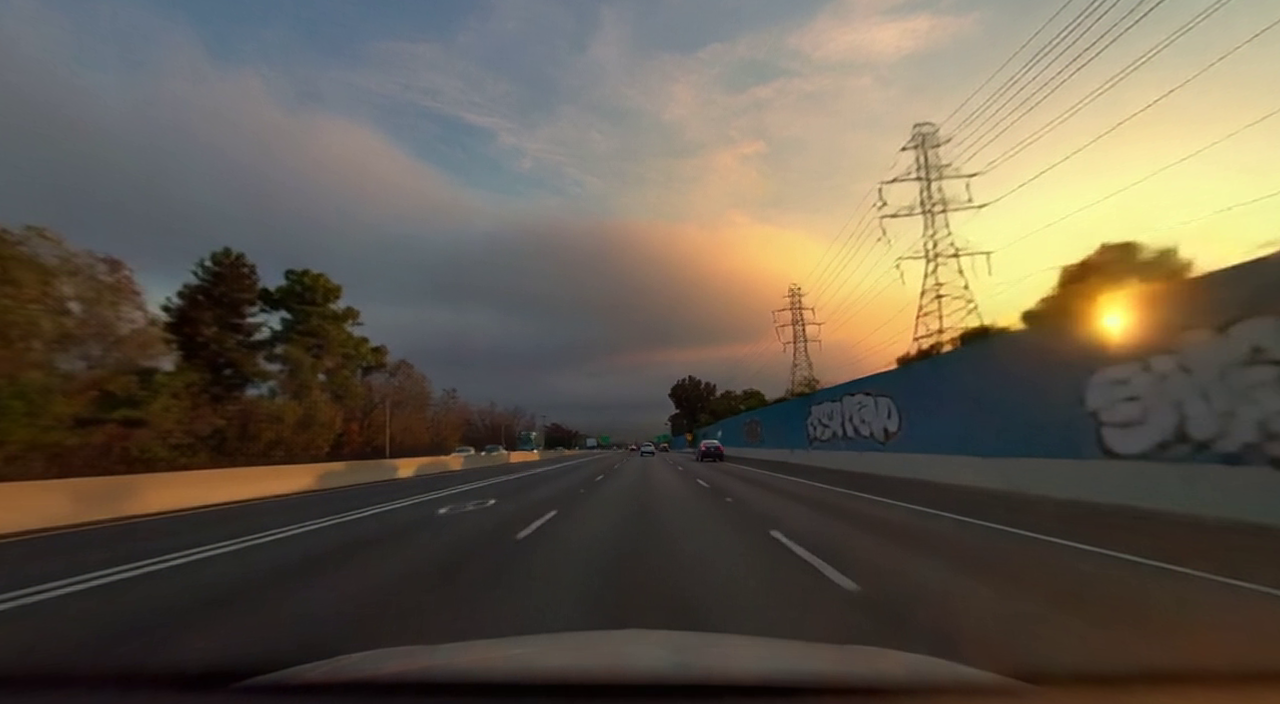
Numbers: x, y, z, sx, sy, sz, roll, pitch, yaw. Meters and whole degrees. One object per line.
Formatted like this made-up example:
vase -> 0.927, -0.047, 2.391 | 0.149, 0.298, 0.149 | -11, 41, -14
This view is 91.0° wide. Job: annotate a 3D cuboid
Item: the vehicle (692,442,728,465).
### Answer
vehicle -> 4.778, 6.963, 43.474 | 1.991, 1.494, 3.951 | 0, -8, 0
